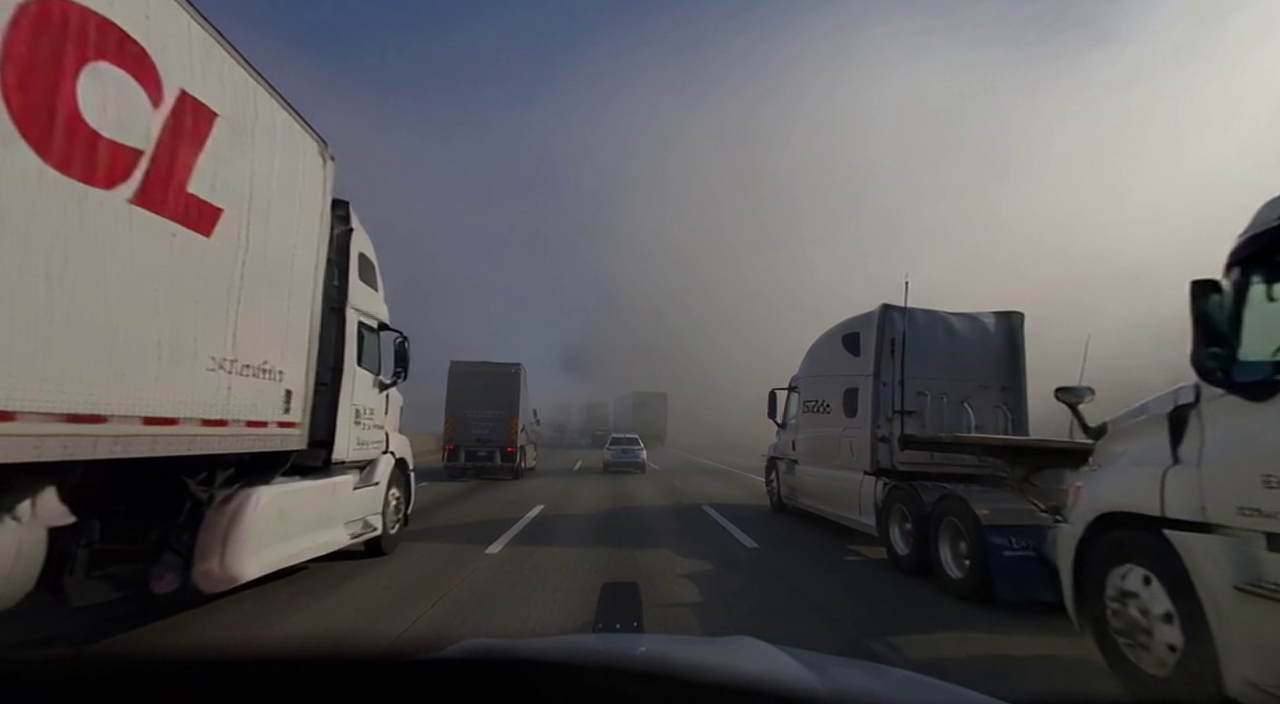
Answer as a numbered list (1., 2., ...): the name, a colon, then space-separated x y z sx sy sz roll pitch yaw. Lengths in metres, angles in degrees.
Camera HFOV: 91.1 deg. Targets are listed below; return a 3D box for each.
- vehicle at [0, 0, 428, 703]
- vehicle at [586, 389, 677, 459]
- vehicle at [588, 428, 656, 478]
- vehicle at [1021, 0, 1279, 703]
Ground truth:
1. vehicle: -3.706 -0.190 2.568 2.822 3.788 8.799 0 -8 -2
2. vehicle: -1.046 5.156 44.068 2.899 4.112 13.912 2 -8 -15
3. vehicle: -0.728 3.432 21.749 2.060 1.540 4.374 1 -8 -5
4. vehicle: 5.281 -0.363 2.223 2.992 3.986 5.841 3 -8 -21
